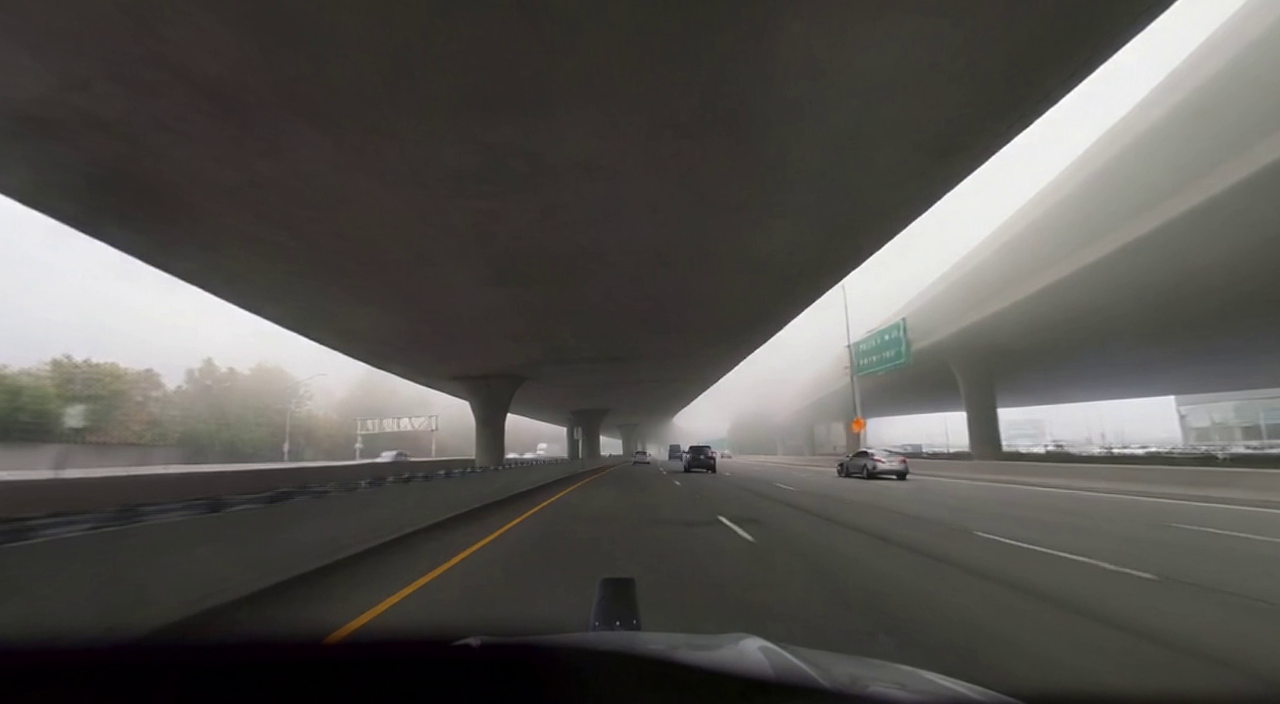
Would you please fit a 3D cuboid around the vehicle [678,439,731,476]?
[{"bbox_3d":[3.349,5.569,33.591,2.226,1.779,4.835,0,-9,-1],"label":"vehicle"}]

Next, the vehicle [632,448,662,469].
[{"bbox_3d":[0.538,7.759,46.217,2.046,1.475,3.784,0,-9,1],"label":"vehicle"}]
